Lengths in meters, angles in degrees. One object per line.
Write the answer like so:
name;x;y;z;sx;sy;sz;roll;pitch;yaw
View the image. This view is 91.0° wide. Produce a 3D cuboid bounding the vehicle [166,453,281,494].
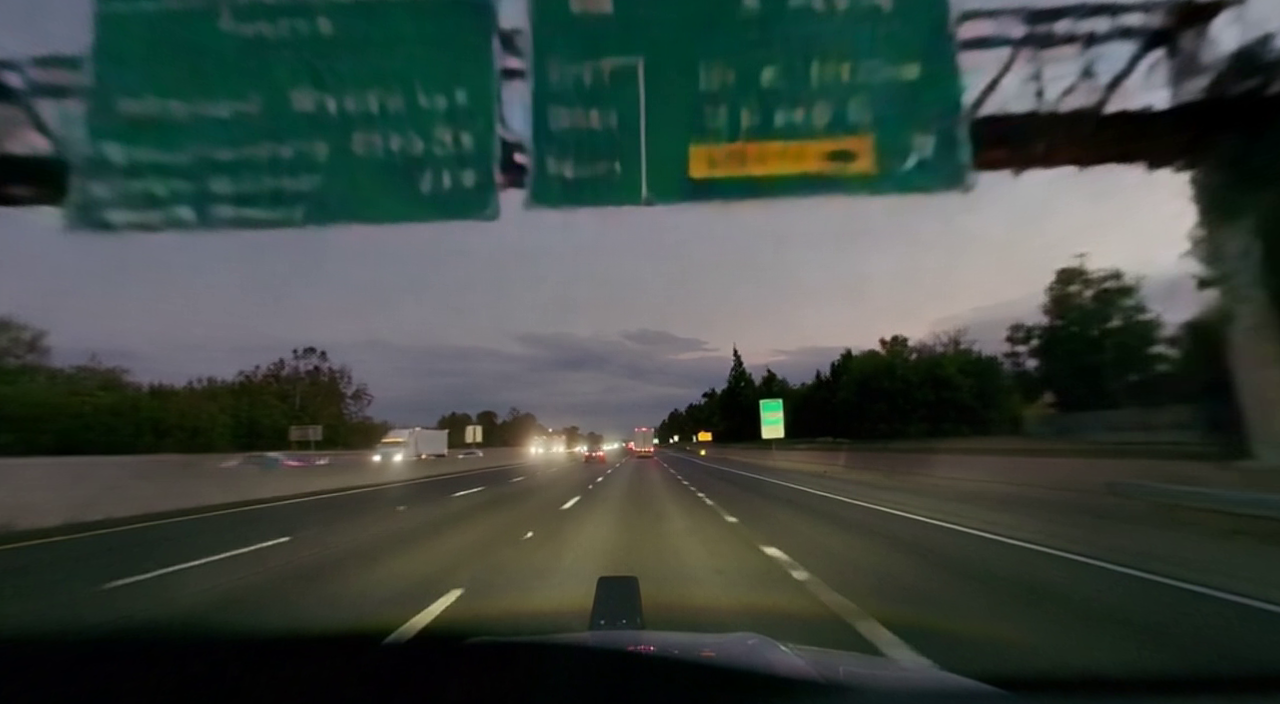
vehicle;-15.702;4.568;23.989;1.934;1.398;3.514;0;-9;0
